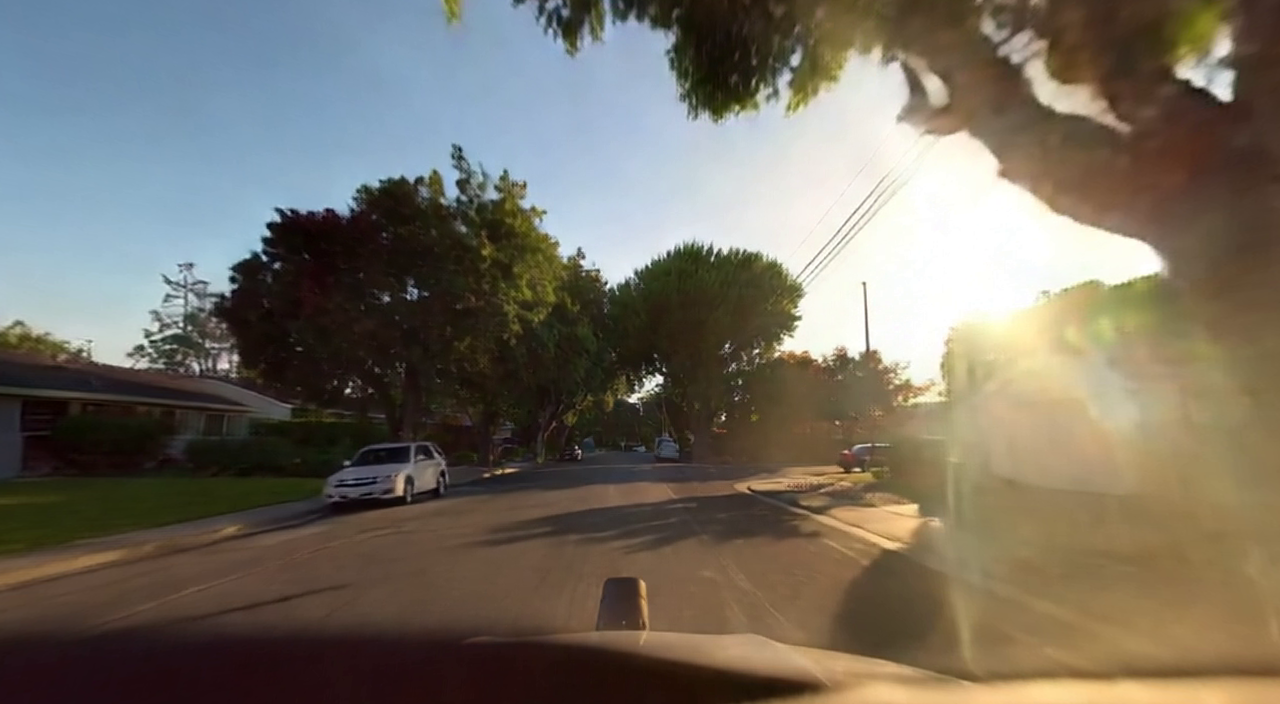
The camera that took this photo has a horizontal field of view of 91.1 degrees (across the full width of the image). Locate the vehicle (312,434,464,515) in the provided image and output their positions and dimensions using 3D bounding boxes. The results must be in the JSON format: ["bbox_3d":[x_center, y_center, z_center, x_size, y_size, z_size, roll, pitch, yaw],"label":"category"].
[{"bbox_3d":[-6.076,2.994,15.801,1.998,1.742,4.210,0,-9,1],"label":"vehicle"}]

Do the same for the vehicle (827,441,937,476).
[{"bbox_3d":[12.277,5.396,32.033,4.708,1.527,2.113,0,-8,-10],"label":"vehicle"}]
